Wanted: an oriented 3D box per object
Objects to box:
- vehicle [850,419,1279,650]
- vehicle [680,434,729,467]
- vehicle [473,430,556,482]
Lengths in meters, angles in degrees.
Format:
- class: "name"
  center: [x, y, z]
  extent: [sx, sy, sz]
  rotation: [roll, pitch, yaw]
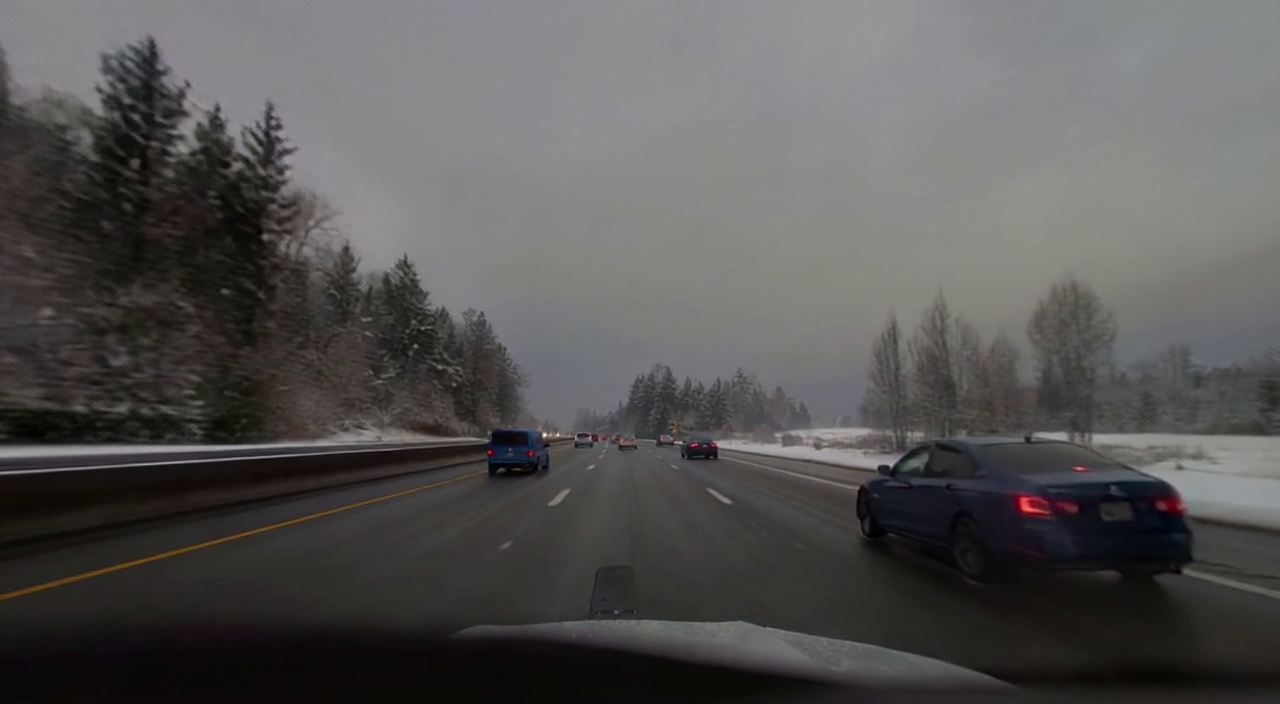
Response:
- class: "vehicle"
  center: [3.734, 1.457, 6.115]
  extent: [1.986, 1.488, 3.867]
  rotation: [0, -8, -1]
- class: "vehicle"
  center: [3.139, 4.849, 31.365]
  extent: [1.883, 1.536, 3.792]
  rotation: [1, -8, -3]
- class: "vehicle"
  center: [-4.016, 3.380, 20.903]
  extent: [1.941, 1.529, 4.111]
  rotation: [0, -8, -1]
